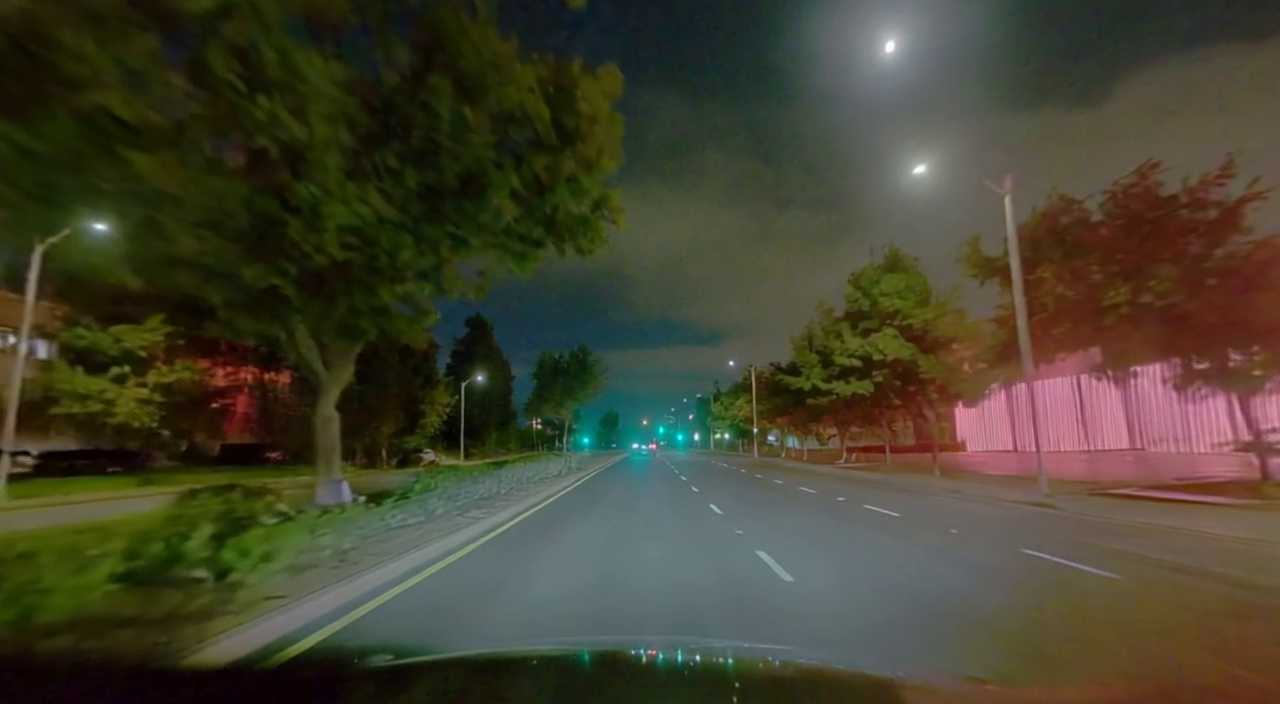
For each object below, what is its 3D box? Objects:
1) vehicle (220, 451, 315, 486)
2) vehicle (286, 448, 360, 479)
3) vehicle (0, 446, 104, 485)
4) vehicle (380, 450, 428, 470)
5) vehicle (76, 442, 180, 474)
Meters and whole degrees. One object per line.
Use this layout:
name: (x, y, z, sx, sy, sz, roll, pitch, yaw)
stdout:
vehicle: (-18.762, 5.854, 32.056, 1.964, 1.618, 4.622, 0, -8, 1)
vehicle: (-18.882, 6.632, 37.867, 1.939, 1.698, 4.778, 0, -8, 0)
vehicle: (-26.442, 4.886, 27.334, 4.460, 1.578, 2.024, 0, -8, 1)
vehicle: (-18.497, 8.469, 49.563, 1.916, 1.454, 4.628, 0, -8, 1)
vehicle: (-27.390, 5.677, 33.823, 3.882, 1.599, 1.725, 1, -9, -4)
